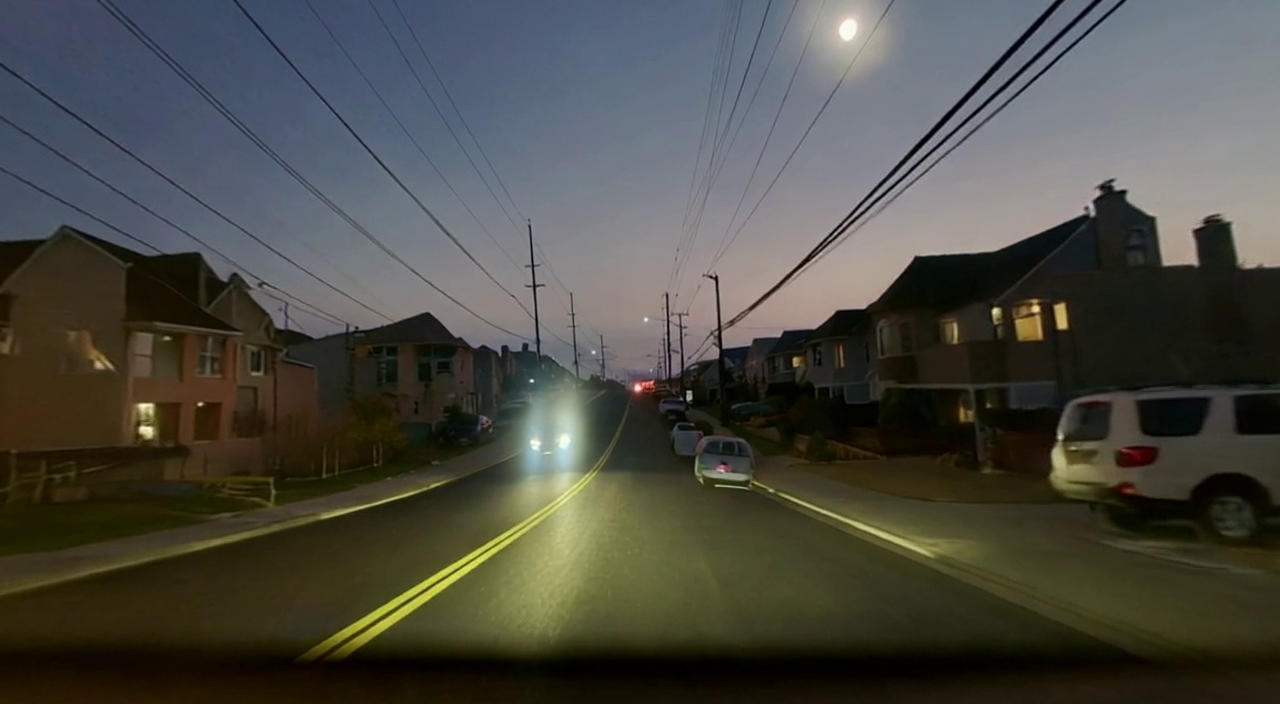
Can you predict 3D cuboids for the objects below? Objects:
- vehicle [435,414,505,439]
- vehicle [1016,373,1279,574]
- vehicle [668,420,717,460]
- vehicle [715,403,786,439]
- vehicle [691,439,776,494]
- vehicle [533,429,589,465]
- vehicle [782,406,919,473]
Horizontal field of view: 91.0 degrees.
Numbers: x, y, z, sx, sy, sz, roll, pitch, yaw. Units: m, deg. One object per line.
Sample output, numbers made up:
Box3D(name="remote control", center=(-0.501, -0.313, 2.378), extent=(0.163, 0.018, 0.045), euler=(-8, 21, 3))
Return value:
Box3D(name="vehicle", center=(-12.535, 5.528, 46.677), extent=(4.525, 1.797, 2.024), euler=(-1, -9, 4))
Box3D(name="vehicle", center=(7.875, 1.162, 7.268), extent=(5.512, 1.846, 2.115), euler=(-5, -9, 1))
Box3D(name="vehicle", center=(2.776, 4.734, 34.416), extent=(2.211, 1.860, 4.813), euler=(0, -5, -1))
Box3D(name="vehicle", center=(8.046, 5.096, 46.288), extent=(4.622, 1.826, 2.065), euler=(-9, -9, 0))
Box3D(name="vehicle", center=(2.735, 3.472, 19.526), extent=(2.063, 1.503, 4.415), euler=(0, -9, 2))
Box3D(name="vehicle", center=(-3.880, 4.710, 31.718), extent=(2.096, 1.542, 4.481), euler=(0, -5, 2))
Box3D(name="vehicle", center=(7.836, 3.315, 23.798), extent=(4.286, 2.044, 1.913), euler=(-5, -8, -1))
